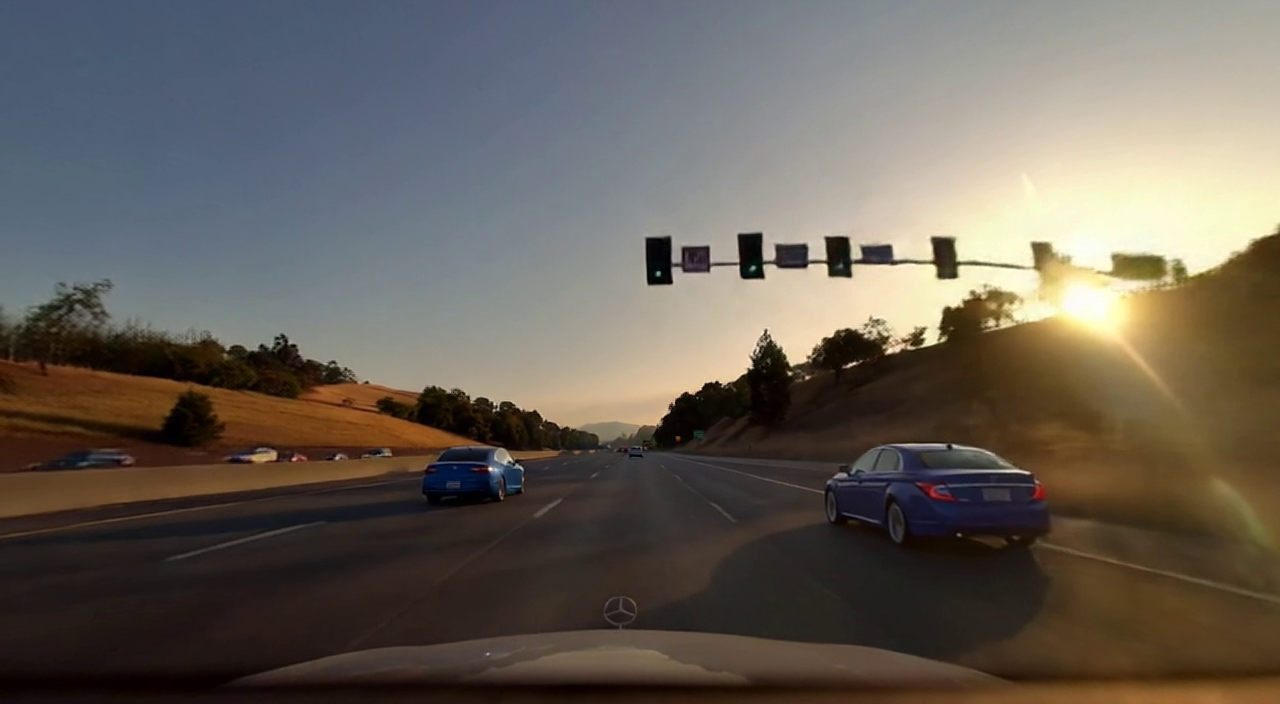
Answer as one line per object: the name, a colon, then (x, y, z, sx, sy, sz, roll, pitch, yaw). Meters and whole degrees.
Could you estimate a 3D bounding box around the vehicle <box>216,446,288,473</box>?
vehicle: (-29.115, 8.050, 47.436, 2.097, 1.888, 5.155, 0, -9, 1)

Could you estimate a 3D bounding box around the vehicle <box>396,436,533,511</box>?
vehicle: (-4.021, 2.850, 15.282, 1.987, 1.516, 4.478, 0, -9, 1)

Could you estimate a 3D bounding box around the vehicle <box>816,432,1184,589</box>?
vehicle: (4.152, 1.884, 8.500, 2.049, 1.481, 4.774, 0, -9, -1)

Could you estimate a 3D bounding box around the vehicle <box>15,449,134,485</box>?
vehicle: (-28.917, 5.860, 32.388, 2.116, 1.660, 4.279, 0, -9, 0)
